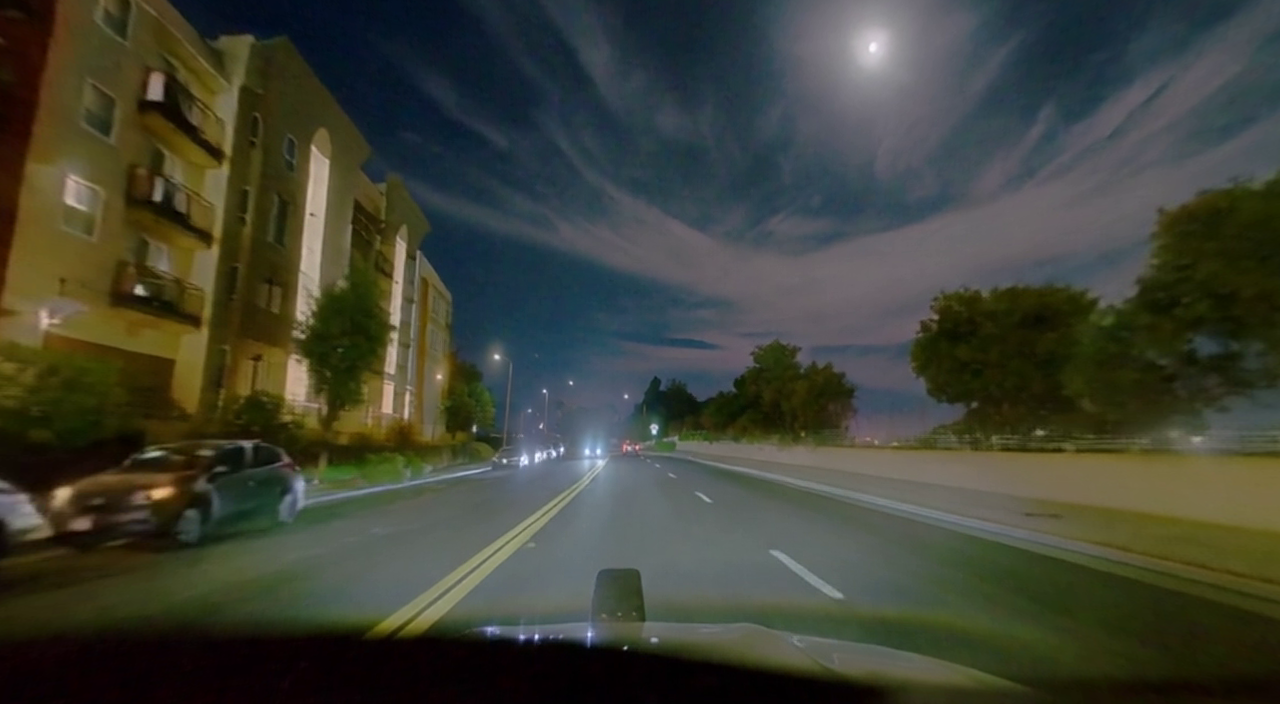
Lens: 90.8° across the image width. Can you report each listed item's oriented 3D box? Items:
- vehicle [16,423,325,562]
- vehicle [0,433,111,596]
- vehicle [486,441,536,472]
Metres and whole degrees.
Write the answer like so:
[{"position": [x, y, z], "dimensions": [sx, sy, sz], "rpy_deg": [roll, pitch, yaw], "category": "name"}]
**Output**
[{"position": [-6.871, 2.034, 9.908], "dimensions": [1.878, 1.658, 3.827], "rpy_deg": [2, -8, -1], "category": "vehicle"}, {"position": [-6.817, 1.344, 4.818], "dimensions": [1.773, 1.466, 4.407], "rpy_deg": [3, -8, -1], "category": "vehicle"}, {"position": [-7.376, 6.023, 36.561], "dimensions": [1.913, 1.560, 4.513], "rpy_deg": [2, -9, 0], "category": "vehicle"}]
